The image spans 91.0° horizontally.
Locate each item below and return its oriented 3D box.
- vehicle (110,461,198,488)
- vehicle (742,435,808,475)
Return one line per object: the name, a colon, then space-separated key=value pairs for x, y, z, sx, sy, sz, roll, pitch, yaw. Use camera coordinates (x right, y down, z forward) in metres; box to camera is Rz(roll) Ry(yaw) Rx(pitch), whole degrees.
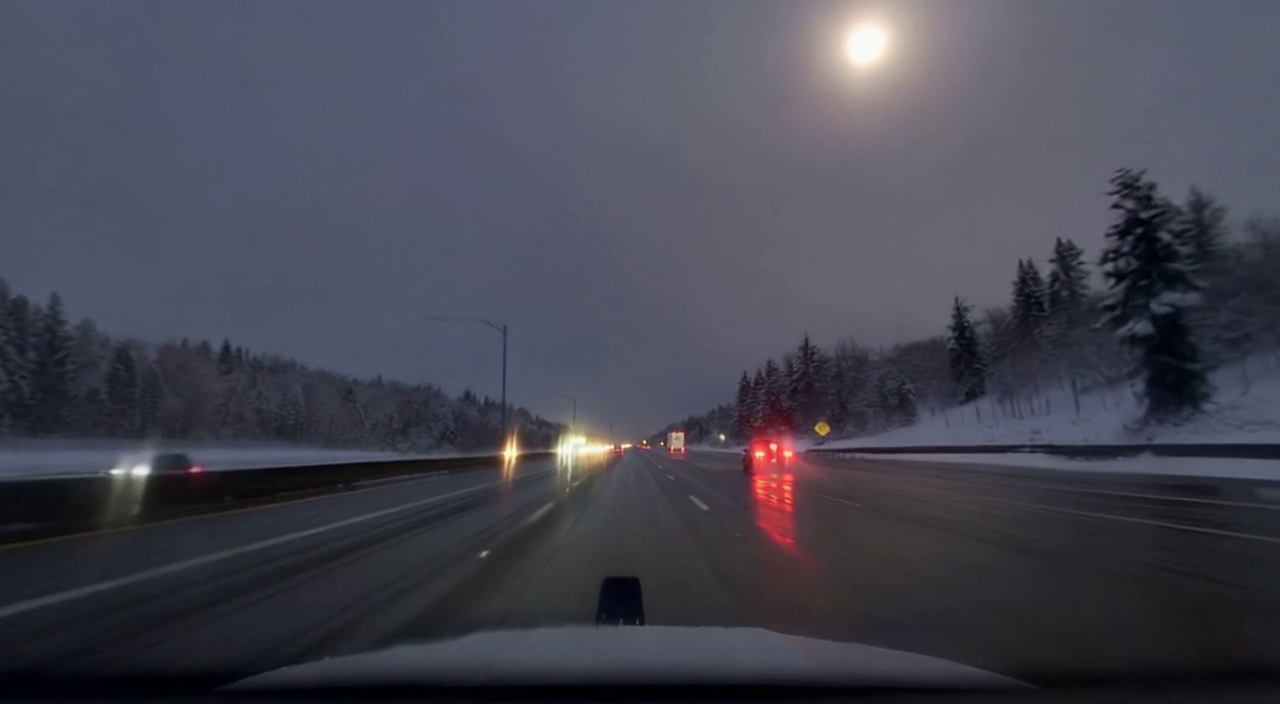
vehicle: x=-31.864 y=8.000 z=41.473 sx=1.872 sy=1.533 sz=4.822 roll=-1 pitch=-9 yaw=1
vehicle: x=6.338 y=4.904 z=30.141 sx=2.096 sy=1.767 sz=4.601 roll=0 pitch=-9 yaw=0
